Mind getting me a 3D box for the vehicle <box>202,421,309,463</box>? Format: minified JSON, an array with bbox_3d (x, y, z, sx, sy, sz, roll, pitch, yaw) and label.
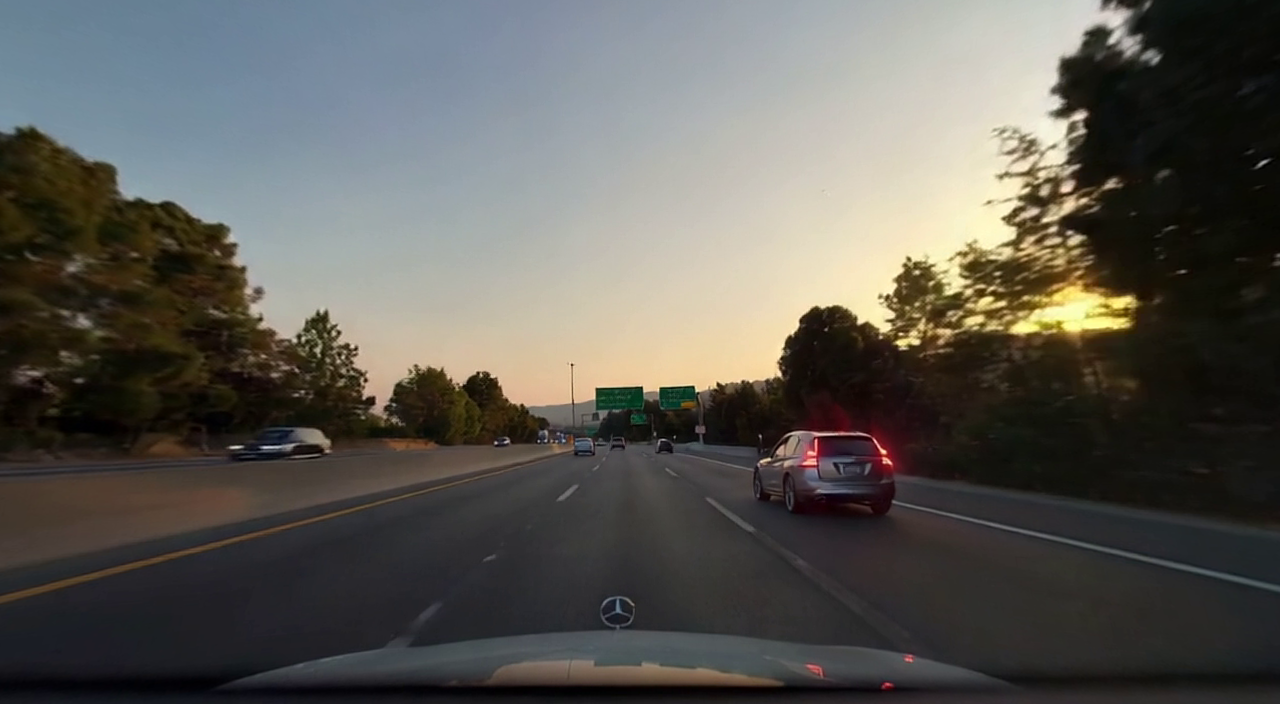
[{"bbox_3d":[-16.320,3.859,27.016,1.942,1.633,4.364,0,-8,-2],"label":"vehicle"}]
